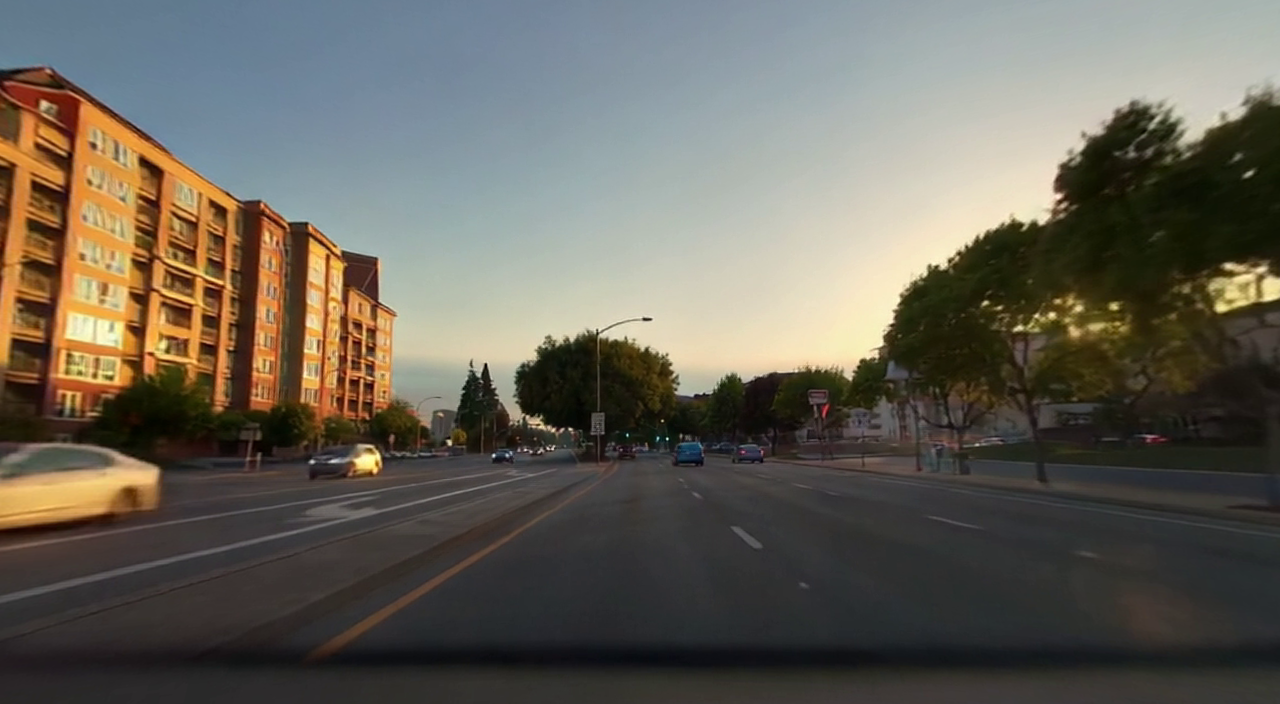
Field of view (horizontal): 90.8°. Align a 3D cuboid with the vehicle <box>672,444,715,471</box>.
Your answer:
[{"bbox_3d":[3.184,6.356,38.317,2.020,1.479,4.650,0,-9,-2],"label":"vehicle"}]

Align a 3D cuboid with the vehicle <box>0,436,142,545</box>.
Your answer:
[{"bbox_3d":[-10.060,1.986,9.055,2.012,1.520,4.645,0,-9,1],"label":"vehicle"}]

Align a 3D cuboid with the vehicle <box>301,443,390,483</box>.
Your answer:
[{"bbox_3d":[-13.386,5.064,29.056,1.953,1.688,4.435,0,-9,0],"label":"vehicle"}]

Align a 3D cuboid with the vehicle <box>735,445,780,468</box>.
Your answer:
[{"bbox_3d":[7.561,6.775,41.062,1.932,1.439,4.159,0,-9,-2],"label":"vehicle"}]
